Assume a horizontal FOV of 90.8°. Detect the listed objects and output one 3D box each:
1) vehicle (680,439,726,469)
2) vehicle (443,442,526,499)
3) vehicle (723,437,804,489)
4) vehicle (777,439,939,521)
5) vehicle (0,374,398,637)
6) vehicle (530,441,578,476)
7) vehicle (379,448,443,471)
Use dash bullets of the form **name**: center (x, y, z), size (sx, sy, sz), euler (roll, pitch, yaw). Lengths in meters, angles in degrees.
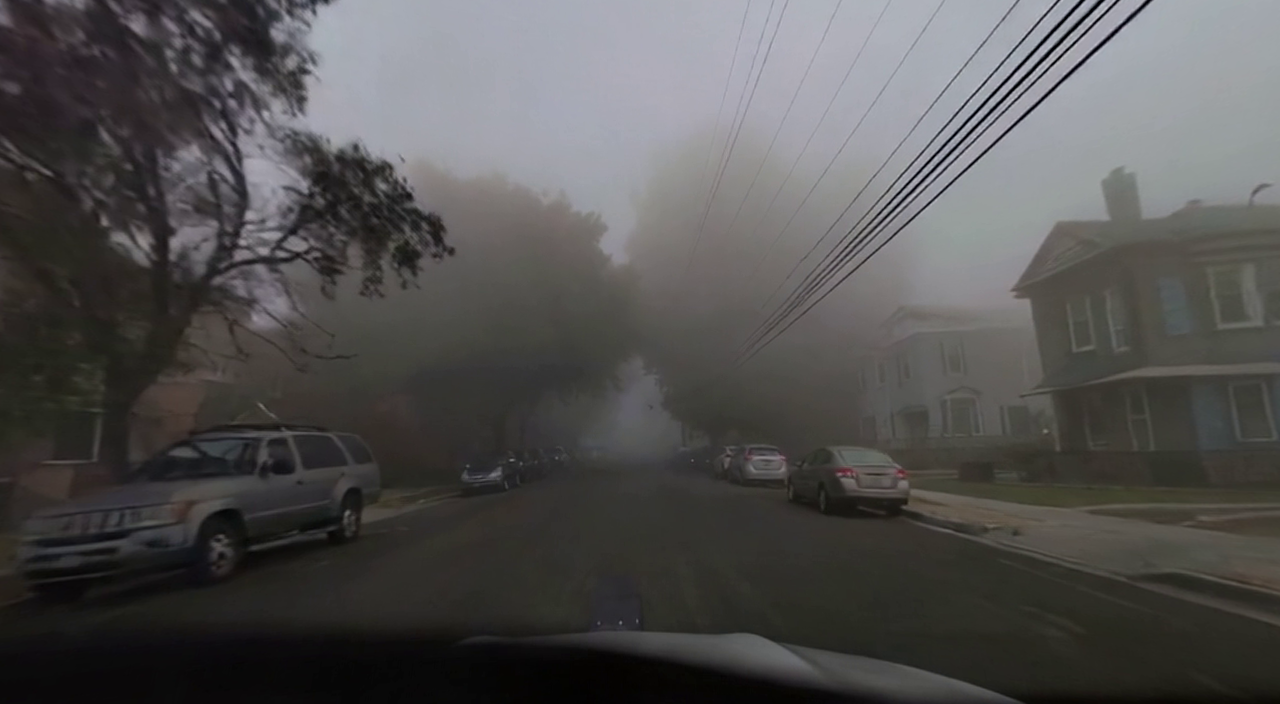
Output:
- **vehicle**: center (4.185, 6.895, 42.793), size (2.279, 1.848, 5.577), euler (0, -9, -2)
- **vehicle**: center (-5.404, 4.135, 22.525), size (1.873, 1.709, 4.206), euler (-4, -8, 0)
- **vehicle**: center (4.231, 3.883, 22.413), size (1.979, 1.620, 4.684), euler (0, -9, 1)
- **vehicle**: center (4.347, 2.617, 13.439), size (1.893, 1.437, 4.369), euler (0, -9, 0)
- **vehicle**: center (-5.298, 1.711, 8.132), size (2.242, 2.135, 5.566), euler (-2, -9, -1)
- **vehicle**: center (-5.295, 6.612, 39.544), size (2.285, 1.895, 5.883), euler (-3, -8, -2)
- **vehicle**: center (-17.526, 8.255, 48.417), size (4.184, 1.620, 1.852), euler (-1, -8, 1)
